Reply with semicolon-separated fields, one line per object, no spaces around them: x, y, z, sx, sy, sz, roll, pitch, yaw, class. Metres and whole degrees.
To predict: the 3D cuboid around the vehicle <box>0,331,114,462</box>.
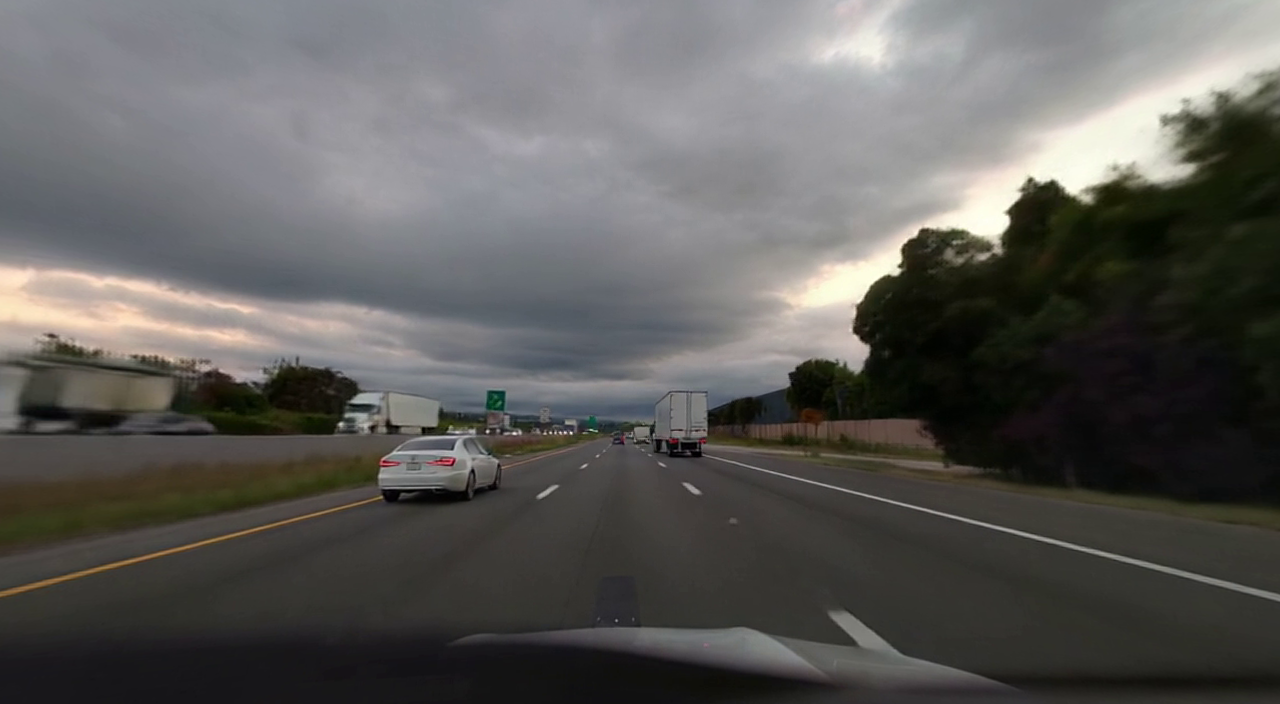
-20.052;1.420;19.258;2.925;3.762;5.701;0;-8;-1;vehicle

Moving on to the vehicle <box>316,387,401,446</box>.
-19.893;4.706;45.017;3.132;3.870;5.926;2;-8;0;vehicle

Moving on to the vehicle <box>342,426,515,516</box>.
-3.894;2.240;12.527;1.971;1.444;4.401;0;-8;-1;vehicle

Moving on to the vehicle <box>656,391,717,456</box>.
3.116;5.423;46.827;3.241;4.042;14.292;0;-7;-1;vehicle

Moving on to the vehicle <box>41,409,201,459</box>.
-16.425;2.645;20.249;1.765;1.429;3.982;0;-8;-1;vehicle
